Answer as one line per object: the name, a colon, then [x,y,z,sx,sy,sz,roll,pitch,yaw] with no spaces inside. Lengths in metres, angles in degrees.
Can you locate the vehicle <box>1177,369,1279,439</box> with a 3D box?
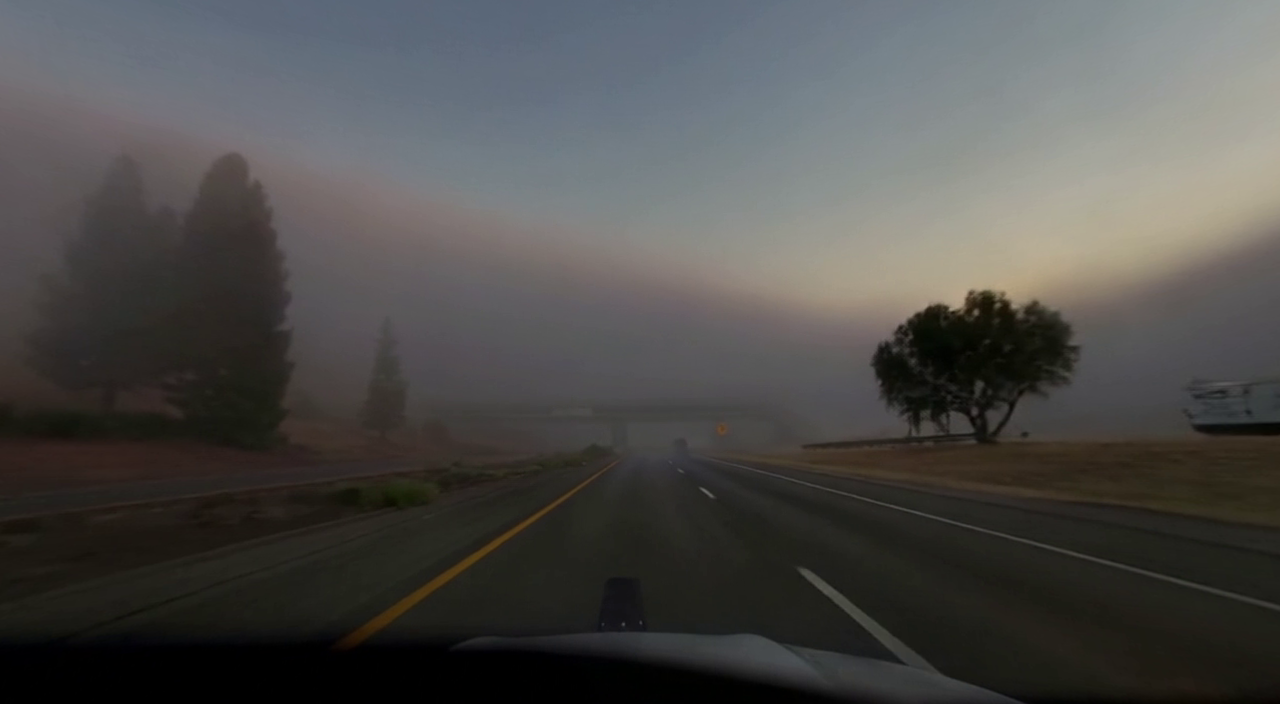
vehicle: [36.447,3.177,37.253,3.089,3.837,6.103,5,-9,-25]
